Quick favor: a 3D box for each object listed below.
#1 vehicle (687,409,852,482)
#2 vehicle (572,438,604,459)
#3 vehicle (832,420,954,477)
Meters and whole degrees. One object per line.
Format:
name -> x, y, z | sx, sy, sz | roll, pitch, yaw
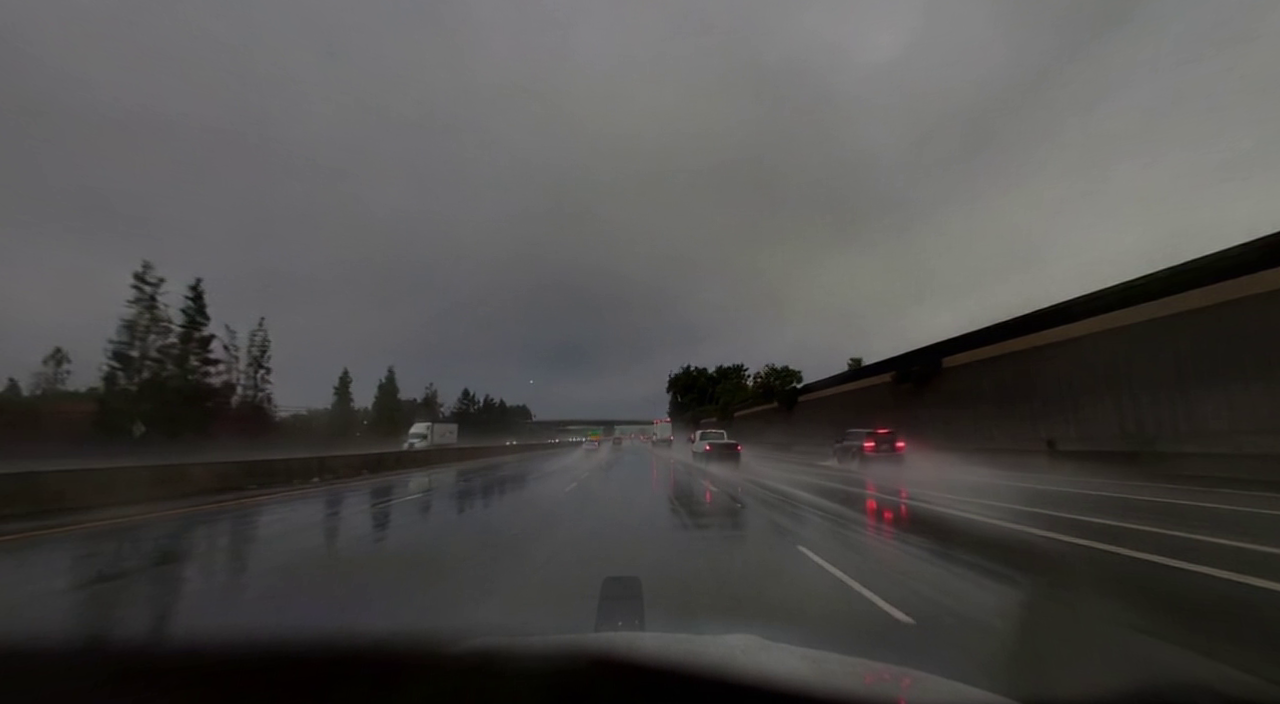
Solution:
vehicle -> 4.089, 3.613, 24.360 | 3.042, 2.004, 14.051 | 0, -8, -2
vehicle -> -3.869, 7.297, 47.569 | 2.066, 1.500, 4.415 | 0, -8, 0
vehicle -> 9.328, 3.646, 23.877 | 2.184, 1.873, 5.466 | 0, -8, -2
